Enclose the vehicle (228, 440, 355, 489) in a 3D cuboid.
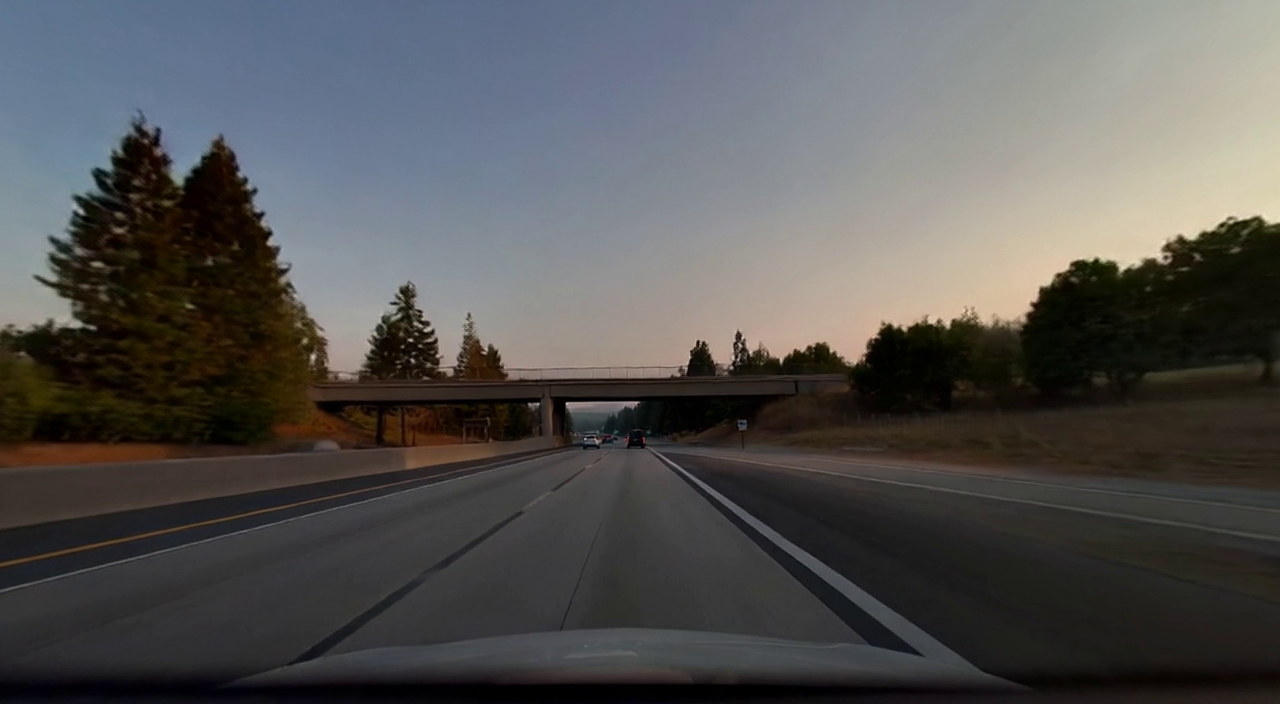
[{"bbox_3d":[-12.466,4.010,22.956,1.952,1.542,4.672,0,-8,0],"label":"vehicle"}]
